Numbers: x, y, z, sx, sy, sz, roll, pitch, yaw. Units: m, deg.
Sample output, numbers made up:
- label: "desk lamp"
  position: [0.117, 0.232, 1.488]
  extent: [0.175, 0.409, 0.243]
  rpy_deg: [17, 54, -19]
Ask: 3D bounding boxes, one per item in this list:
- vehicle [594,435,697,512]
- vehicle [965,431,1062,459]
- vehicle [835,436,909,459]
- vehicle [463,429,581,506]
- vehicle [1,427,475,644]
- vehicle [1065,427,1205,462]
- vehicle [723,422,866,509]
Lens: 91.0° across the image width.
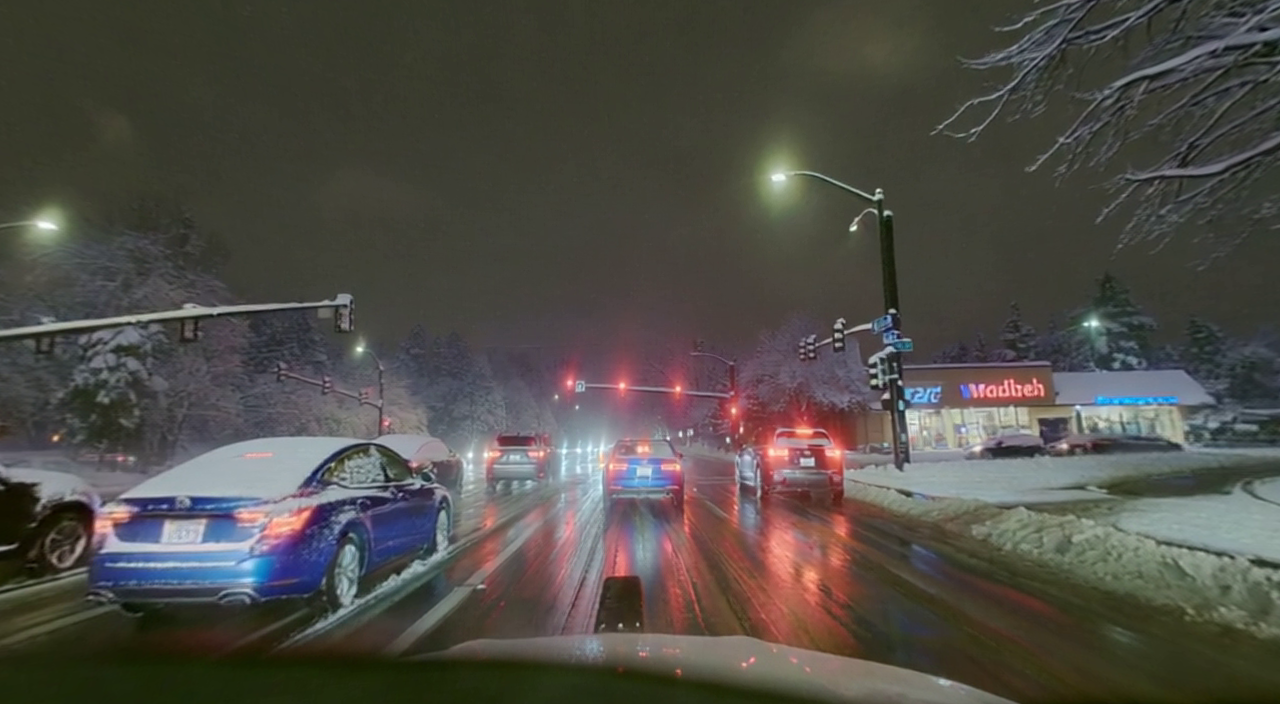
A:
- label: "vehicle"
  position: [0.139, 2.732, 14.561]
  extent: [2.032, 1.499, 3.994]
  rpy_deg: [0, -9, 1]
- label: "vehicle"
  position: [23.289, 5.835, 39.395]
  extent: [4.781, 1.700, 1.986]
  rpy_deg: [0, -9, 1]
- label: "vehicle"
  position: [16.938, 6.980, 46.081]
  extent: [4.626, 1.653, 1.982]
  rpy_deg: [0, -9, 1]
- label: "vehicle"
  position: [-2.823, 2.886, 16.076]
  extent: [2.072, 1.694, 4.070]
  rpy_deg: [-1, -9, 2]
- label: "vehicle"
  position: [-3.337, 1.597, 6.554]
  extent: [2.014, 1.472, 4.357]
  rpy_deg: [0, -9, 1]
- label: "vehicle"
  position: [26.536, 4.997, 33.947]
  extent: [5.504, 1.821, 2.173]
  rpy_deg: [-1, -9, 4]
- label: "vehicle"
  position: [3.334, 2.566, 14.600]
  extent: [2.076, 1.691, 4.402]
  rpy_deg: [0, -9, -2]
